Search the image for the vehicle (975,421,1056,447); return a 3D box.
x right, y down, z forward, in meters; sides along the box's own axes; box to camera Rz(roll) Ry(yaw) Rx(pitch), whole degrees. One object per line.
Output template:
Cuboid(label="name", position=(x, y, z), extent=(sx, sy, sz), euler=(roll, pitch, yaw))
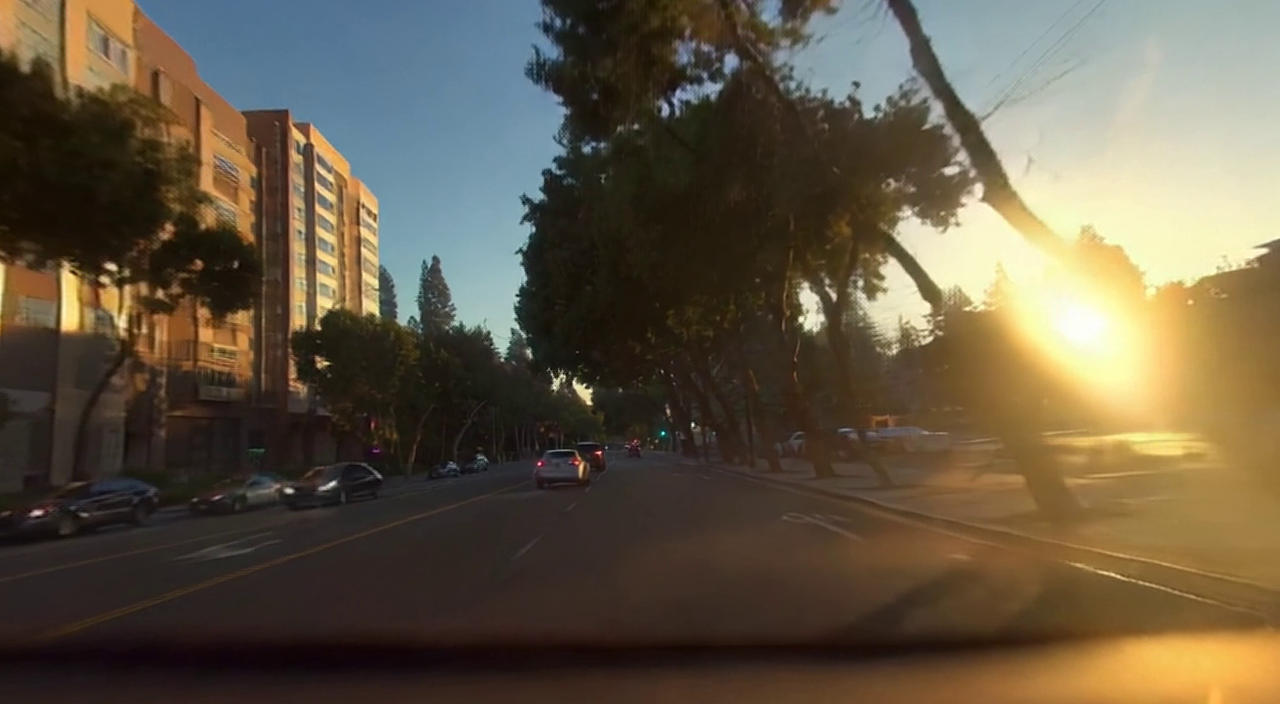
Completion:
Cuboid(label="vehicle", position=(25.558, 5.589, 43.057), extent=(4.439, 1.688, 2.101), euler=(1, -9, -14))

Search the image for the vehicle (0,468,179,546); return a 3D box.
Cuboid(label="vehicle", position=(-16.064, 4.374, 18.419), extent=(1.897, 1.805, 4.538), euler=(0, -8, -2))

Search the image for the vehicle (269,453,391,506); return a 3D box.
Cuboid(label="vehicle", position=(-10.174, 4.175, 21.151), extent=(1.884, 1.518, 4.380), euler=(0, -8, -1))

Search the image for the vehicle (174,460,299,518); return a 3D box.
Cuboid(label="vehicle", position=(-16.112, 5.439, 25.591), extent=(2.079, 1.847, 4.592), euler=(-4, -9, 0))

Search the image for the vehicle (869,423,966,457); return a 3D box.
Cuboid(label="vehicle", position=(12.568, 3.977, 28.731), extent=(3.527, 1.496, 1.836), euler=(0, -7, -3))

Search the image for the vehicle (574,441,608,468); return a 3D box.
Cuboid(label="vehicle", position=(-3.553, 7.574, 46.936), extent=(2.190, 1.840, 4.720), euler=(0, -8, 0))

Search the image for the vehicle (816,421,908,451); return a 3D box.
Cuboid(label="vehicle", position=(12.872, 4.935, 36.897), extent=(4.619, 1.626, 2.121), euler=(-1, -9, 3))

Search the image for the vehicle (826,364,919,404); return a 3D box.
Cuboid(label="vehicle", position=(11.584, 1.622, 31.681), extent=(3.826, 1.601, 1.807), euler=(-4, -8, -4))

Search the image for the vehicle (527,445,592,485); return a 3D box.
Cuboid(label="vehicle", position=(-3.088, 4.437, 25.118), extent=(2.051, 1.454, 4.132), euler=(0, -8, 0))

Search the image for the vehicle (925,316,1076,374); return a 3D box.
Cuboid(label="vehicle", position=(11.712, -0.199, 20.723), extent=(3.827, 1.556, 1.730), euler=(-1, -10, 0))
